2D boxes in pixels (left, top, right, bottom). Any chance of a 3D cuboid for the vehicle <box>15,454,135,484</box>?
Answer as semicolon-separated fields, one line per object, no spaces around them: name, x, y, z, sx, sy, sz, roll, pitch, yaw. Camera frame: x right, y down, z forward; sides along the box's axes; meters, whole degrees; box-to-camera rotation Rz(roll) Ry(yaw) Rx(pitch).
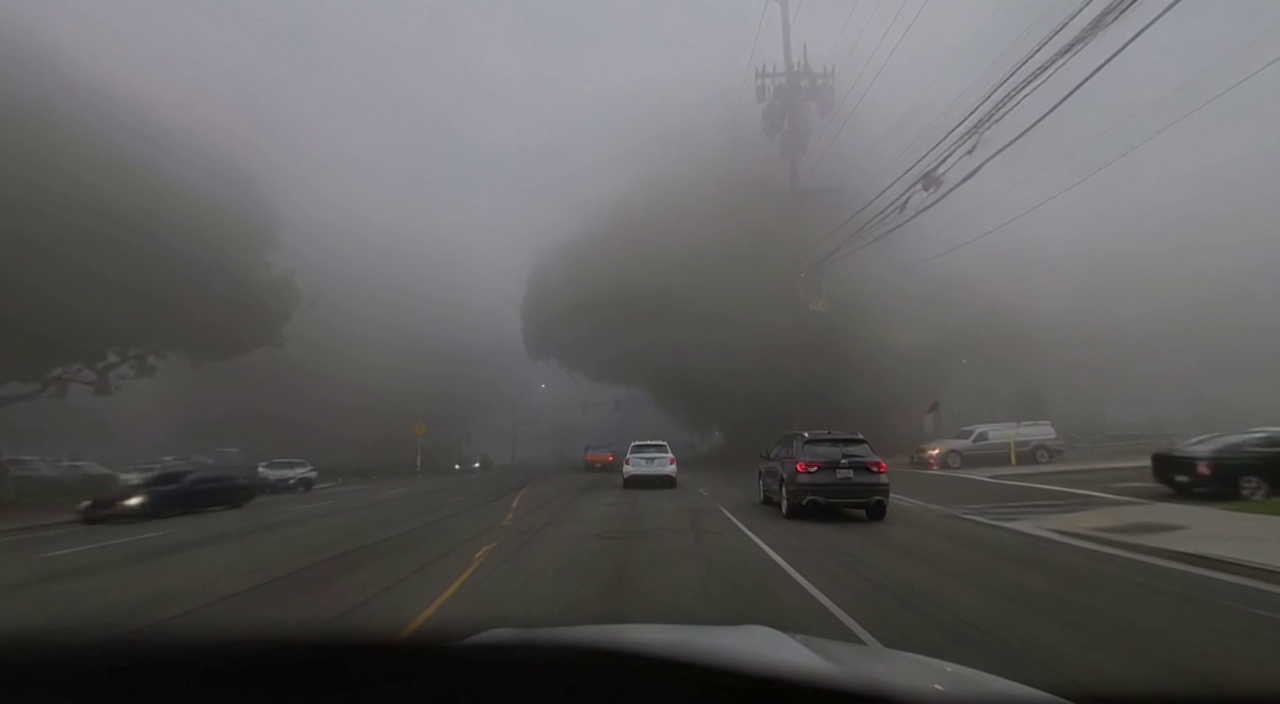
vehicle;-30.536;6.310;34.293;1.951;1.459;4.803;0;-9;2

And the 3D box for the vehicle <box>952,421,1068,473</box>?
vehicle;14.349;3.745;24.819;2.146;1.837;4.512;-1;-9;6

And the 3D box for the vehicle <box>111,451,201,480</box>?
vehicle;-30.502;7.130;39.889;1.903;1.649;4.654;0;-9;1

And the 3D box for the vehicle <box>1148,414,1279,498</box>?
vehicle;13.362;2.165;13.197;1.899;1.602;4.297;0;-9;2

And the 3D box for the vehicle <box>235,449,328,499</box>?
vehicle;-12.705;4.284;22.225;2.006;1.510;4.290;6;-12;-40

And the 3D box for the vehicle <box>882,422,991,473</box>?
vehicle;11.741;3.861;25.435;2.238;1.845;4.874;-1;-9;3

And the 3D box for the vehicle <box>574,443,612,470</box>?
vehicle;-2.786;6.146;37.247;2.104;1.488;4.546;0;-9;-4

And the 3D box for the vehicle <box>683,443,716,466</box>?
vehicle;4.079;7.147;43.938;1.880;1.503;4.130;0;-9;-1

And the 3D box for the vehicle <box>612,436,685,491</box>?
vehicle;0.269;3.698;21.322;2.200;1.653;4.127;0;-9;0

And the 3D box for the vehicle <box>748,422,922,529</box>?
vehicle;3.562;2.350;12.579;2.024;1.711;4.512;0;-9;0
